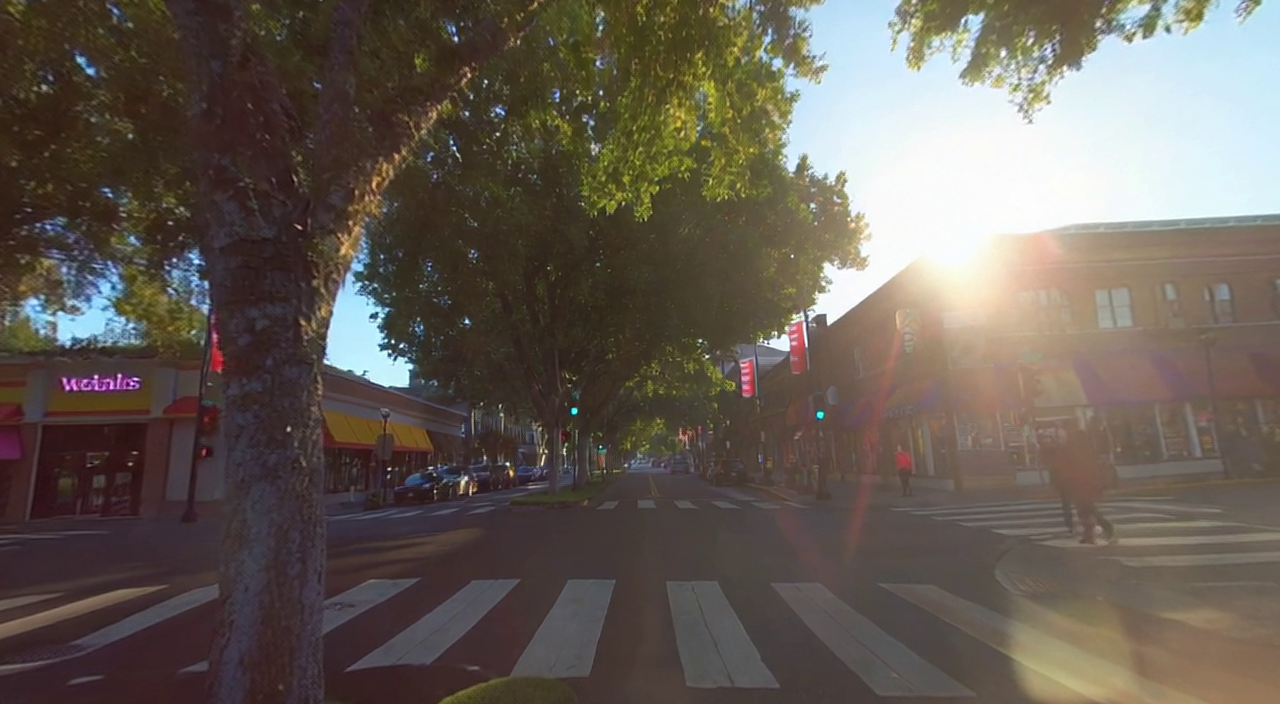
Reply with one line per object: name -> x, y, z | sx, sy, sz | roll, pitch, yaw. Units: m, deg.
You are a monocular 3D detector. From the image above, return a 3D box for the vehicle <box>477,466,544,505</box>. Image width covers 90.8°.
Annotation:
vehicle -> -5.743, 5.943, 28.512 | 1.983, 1.438, 4.559 | 0, -8, 1

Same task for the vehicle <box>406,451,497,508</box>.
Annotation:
vehicle -> -8.809, 5.967, 30.211 | 2.489, 2.323, 5.843 | 0, -8, 0

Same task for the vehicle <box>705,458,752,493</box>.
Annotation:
vehicle -> 5.187, 7.275, 37.623 | 2.010, 1.844, 4.386 | 0, -8, -2
